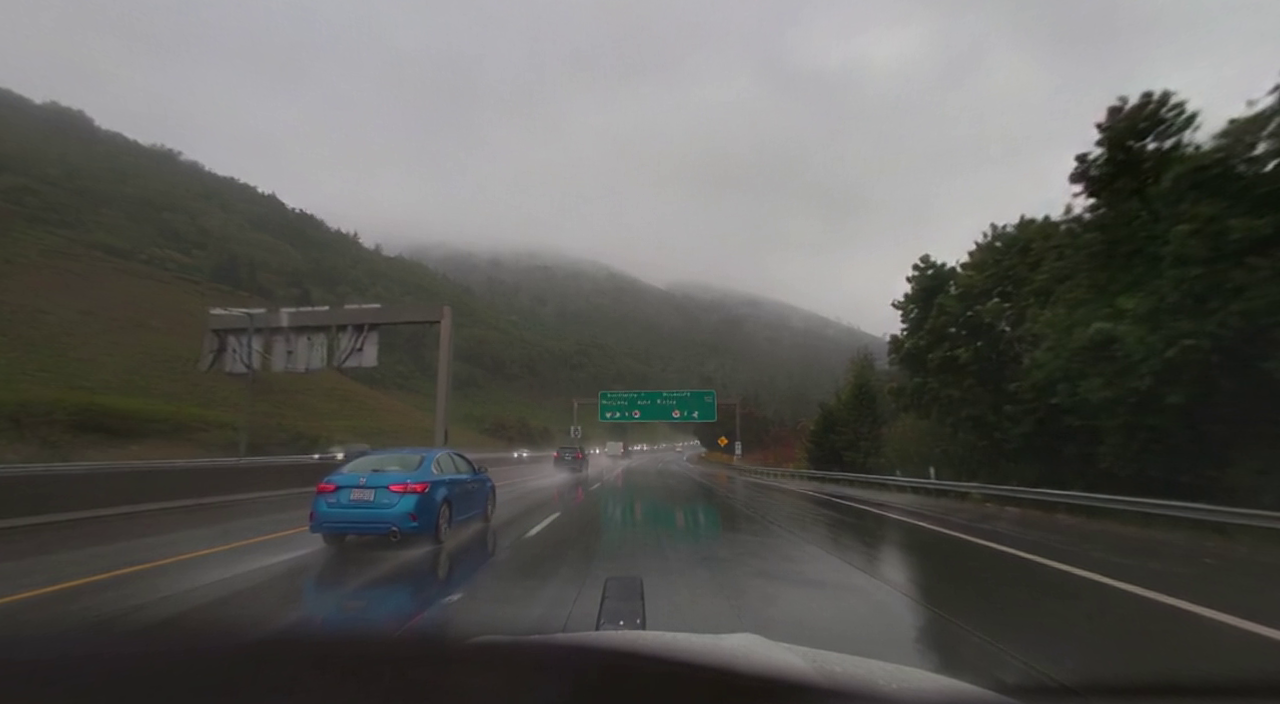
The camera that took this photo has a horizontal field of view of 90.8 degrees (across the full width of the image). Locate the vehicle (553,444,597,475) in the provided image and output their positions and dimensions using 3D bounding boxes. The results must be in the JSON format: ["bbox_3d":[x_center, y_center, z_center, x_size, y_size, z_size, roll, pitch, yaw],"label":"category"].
[{"bbox_3d":[-3.676,6.177,36.437,2.073,1.694,4.162,0,-9,1],"label":"vehicle"}]

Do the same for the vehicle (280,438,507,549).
[{"bbox_3d":[-3.744,2.234,10.654,1.988,1.440,4.504,0,-9,0],"label":"vehicle"}]
